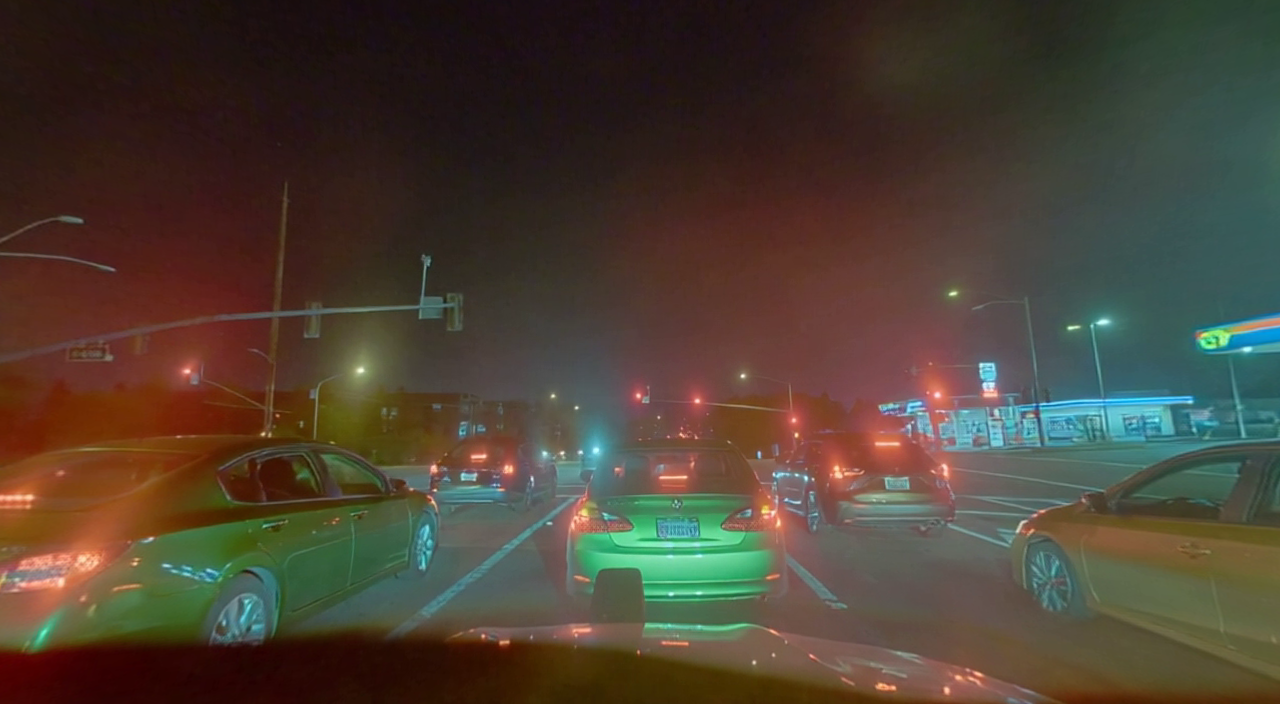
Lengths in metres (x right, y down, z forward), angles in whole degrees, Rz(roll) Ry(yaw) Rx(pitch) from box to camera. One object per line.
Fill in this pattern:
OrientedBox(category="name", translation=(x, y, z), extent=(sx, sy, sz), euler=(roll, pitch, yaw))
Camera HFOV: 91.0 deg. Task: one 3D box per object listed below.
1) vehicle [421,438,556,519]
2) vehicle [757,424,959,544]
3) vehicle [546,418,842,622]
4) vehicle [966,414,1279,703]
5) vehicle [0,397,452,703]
OrientedBox(category="vehicle", translation=(-3.064, 2.647, 13.714), extent=(1.867, 1.474, 4.237), euler=(0, -9, 0))
OrientedBox(category="vehicle", translation=(3.398, 2.129, 10.795), extent=(1.947, 1.630, 4.127), euler=(0, -9, 0))
OrientedBox(category="vehicle", translation=(0.344, 1.585, 6.954), extent=(2.220, 1.507, 4.317), euler=(0, -9, -2))
OrientedBox(category="vehicle", translation=(4.187, 1.132, 3.615), extent=(1.950, 1.497, 4.686), euler=(0, -9, -3))
OrientedBox(category="vehicle", translation=(-3.000, 1.249, 4.623), extent=(1.887, 1.493, 4.255), euler=(0, -9, 1))
